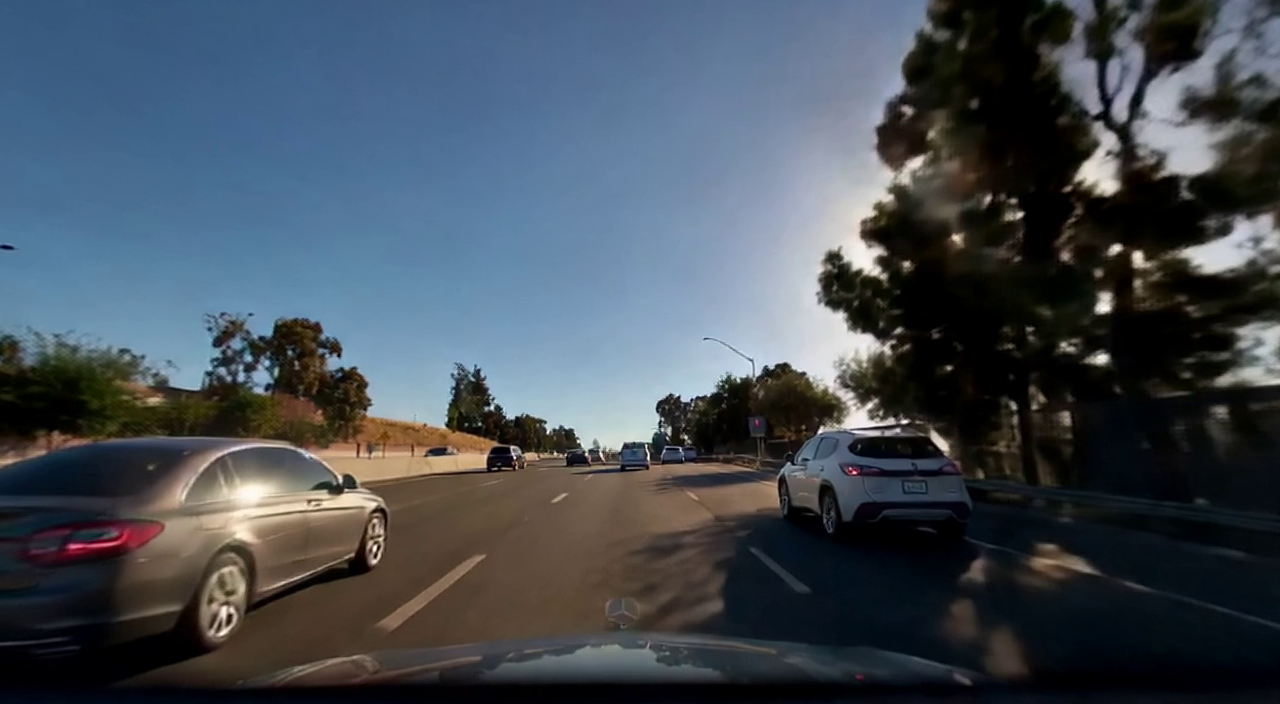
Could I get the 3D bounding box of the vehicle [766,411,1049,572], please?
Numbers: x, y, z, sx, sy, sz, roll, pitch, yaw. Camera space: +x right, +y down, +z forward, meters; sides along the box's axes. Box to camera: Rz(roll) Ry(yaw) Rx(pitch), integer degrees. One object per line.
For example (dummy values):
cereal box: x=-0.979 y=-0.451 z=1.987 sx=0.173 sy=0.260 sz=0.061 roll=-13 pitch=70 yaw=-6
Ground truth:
vehicle: x=3.351 y=1.846 z=9.154 sx=2.029 sy=1.716 sz=4.545 roll=0 pitch=-8 yaw=-1

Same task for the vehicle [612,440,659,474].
vehicle: x=-0.259 y=5.657 z=34.300 sx=2.408 sy=1.748 sz=4.217 roll=0 pitch=-8 yaw=-1

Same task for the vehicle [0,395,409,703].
vehicle: x=-3.392 y=1.156 z=3.866 sx=2.130 sy=1.514 sz=4.766 roll=0 pitch=-8 yaw=0

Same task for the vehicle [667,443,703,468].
vehicle: x=3.263 y=7.619 z=46.703 sx=2.320 sy=1.735 sz=4.408 roll=0 pitch=-8 yaw=0

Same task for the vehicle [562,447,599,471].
vehicle: x=-3.805 y=6.951 z=41.378 sx=1.968 sy=1.473 sz=4.209 roll=0 pitch=-8 yaw=1

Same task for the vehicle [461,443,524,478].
vehicle: x=-7.003 y=5.177 z=30.398 sx=1.980 sy=1.519 sz=4.147 roll=0 pitch=-8 yaw=1
